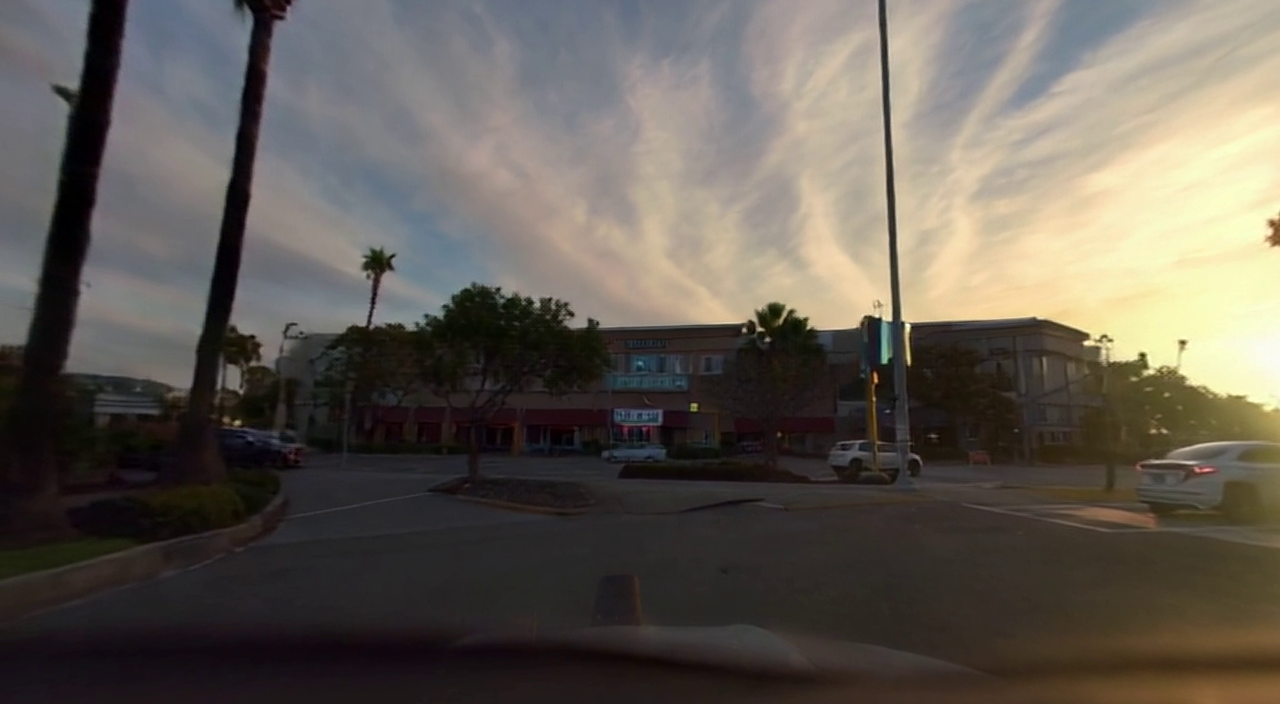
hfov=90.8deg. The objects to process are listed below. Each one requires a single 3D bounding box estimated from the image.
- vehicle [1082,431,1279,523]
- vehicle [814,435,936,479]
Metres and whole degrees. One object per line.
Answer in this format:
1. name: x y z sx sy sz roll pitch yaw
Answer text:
1. vehicle: 11.932 2.558 13.399 1.870 1.611 3.978 1 -9 -8
2. vehicle: 9.881 4.445 26.775 4.211 1.756 2.158 2 -9 -8
